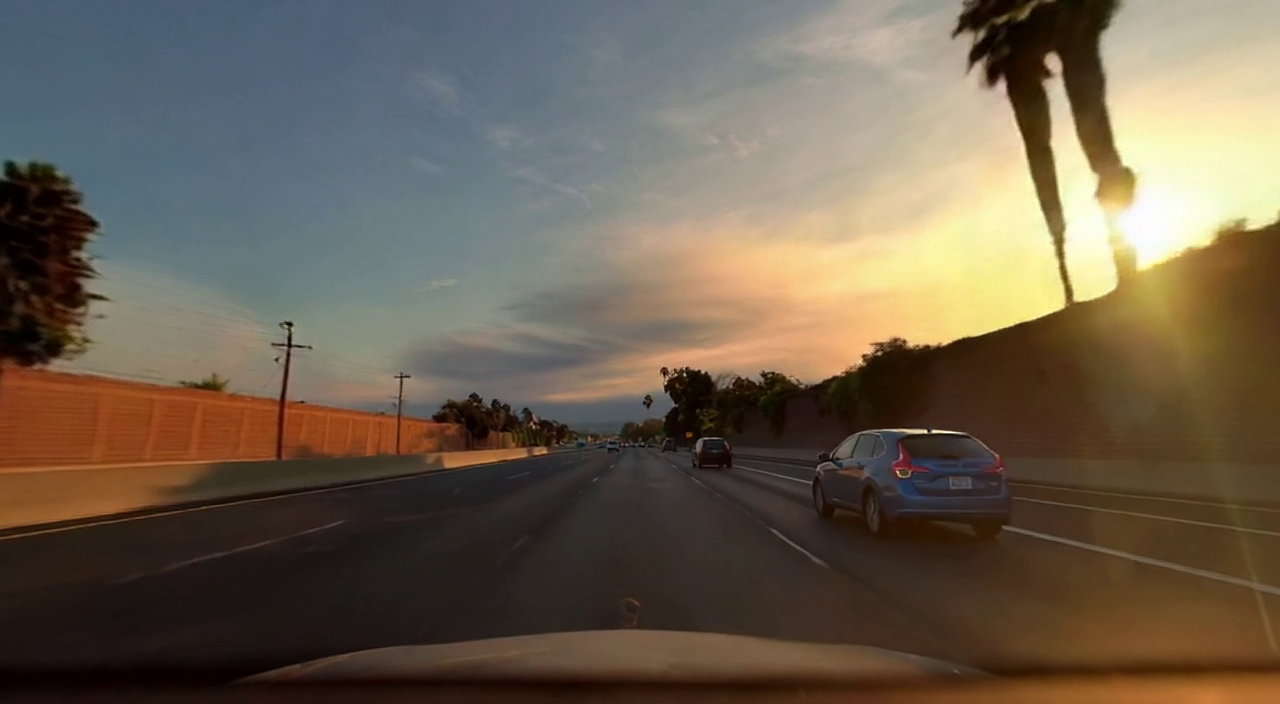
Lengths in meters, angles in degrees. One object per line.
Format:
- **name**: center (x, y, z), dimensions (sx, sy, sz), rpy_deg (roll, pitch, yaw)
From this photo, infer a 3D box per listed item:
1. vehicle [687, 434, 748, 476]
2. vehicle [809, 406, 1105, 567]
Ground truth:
- **vehicle**: center (3.294, 4.517, 27.858), dimensions (2.045, 1.688, 4.313), rpy_deg (0, -8, -1)
- **vehicle**: center (3.935, 1.735, 8.877), dimensions (1.910, 1.696, 4.187), rpy_deg (0, -8, -1)
